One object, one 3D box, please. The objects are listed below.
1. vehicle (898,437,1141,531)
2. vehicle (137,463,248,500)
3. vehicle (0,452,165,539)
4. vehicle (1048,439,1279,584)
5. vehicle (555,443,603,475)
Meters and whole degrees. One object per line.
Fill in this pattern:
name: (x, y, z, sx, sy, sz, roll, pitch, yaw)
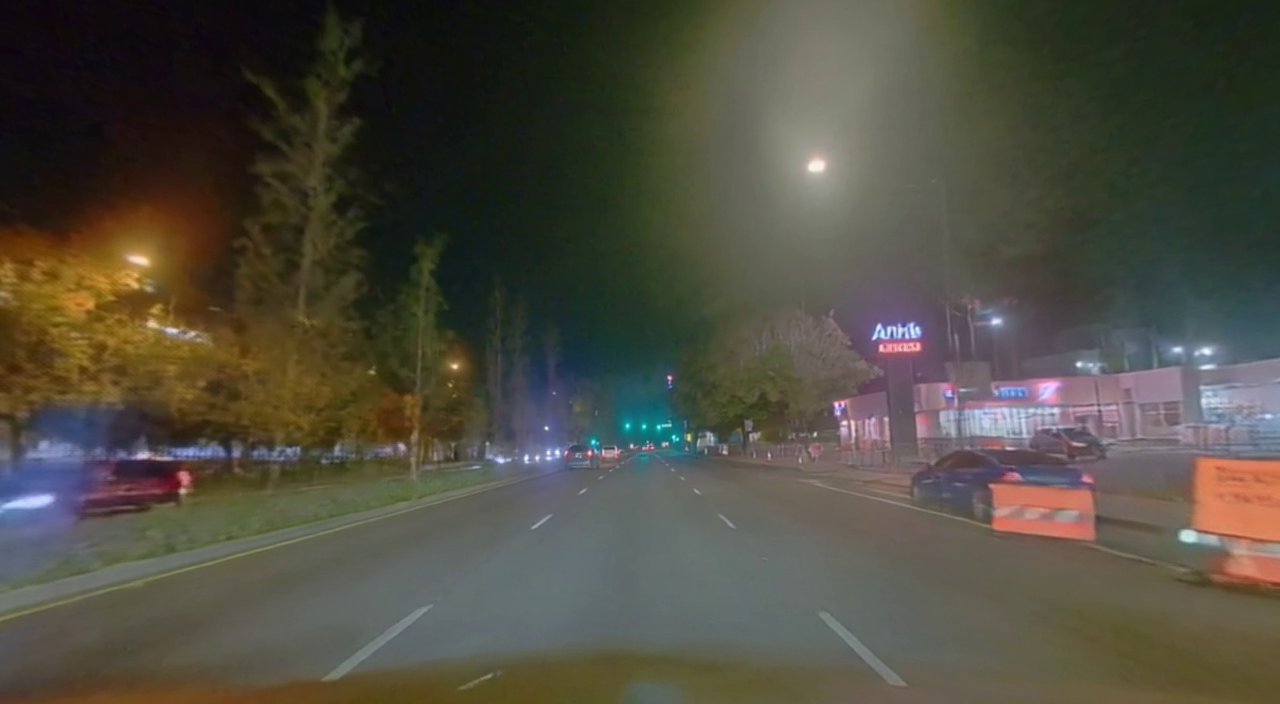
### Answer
vehicle: (7.033, 2.462, 12.428, 1.953, 1.479, 4.524, 0, -8, 0)
vehicle: (-22.075, 6.397, 31.368, 1.955, 1.447, 4.911, -2, -8, 0)
vehicle: (-12.303, 2.848, 13.052, 1.797, 1.510, 3.919, 0, -8, 1)
vehicle: (7.227, 1.762, 7.559, 1.799, 1.399, 4.317, -1, -8, 1)
vehicle: (-2.860, 5.139, 30.514, 1.926, 1.442, 4.231, 0, -8, 0)
